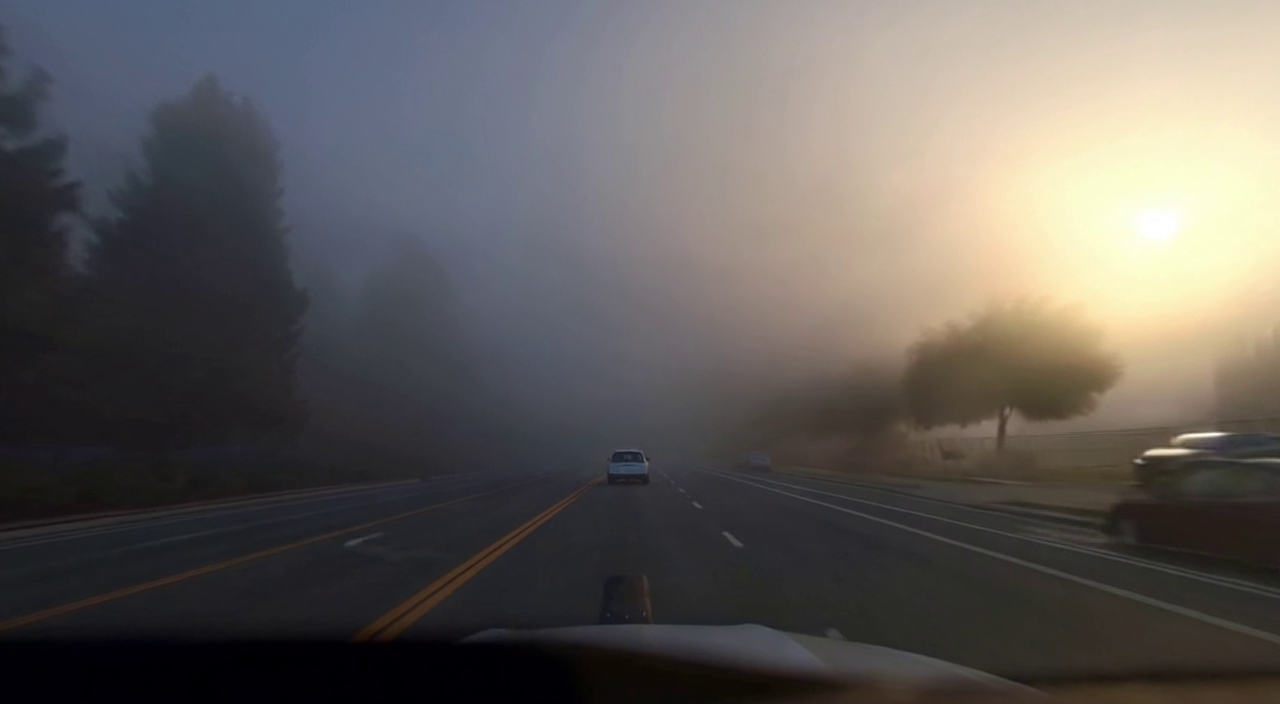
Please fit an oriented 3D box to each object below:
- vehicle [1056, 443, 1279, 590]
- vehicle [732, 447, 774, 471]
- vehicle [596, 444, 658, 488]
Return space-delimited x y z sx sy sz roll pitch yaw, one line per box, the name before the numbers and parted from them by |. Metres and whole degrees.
vehicle | 7.506 1.796 7.262 2.131 1.474 4.752 0 -8 -1
vehicle | 7.705 7.350 43.433 2.164 1.511 4.571 0 -8 1
vehicle | -0.418 4.194 23.576 2.099 1.470 4.302 0 -8 0
